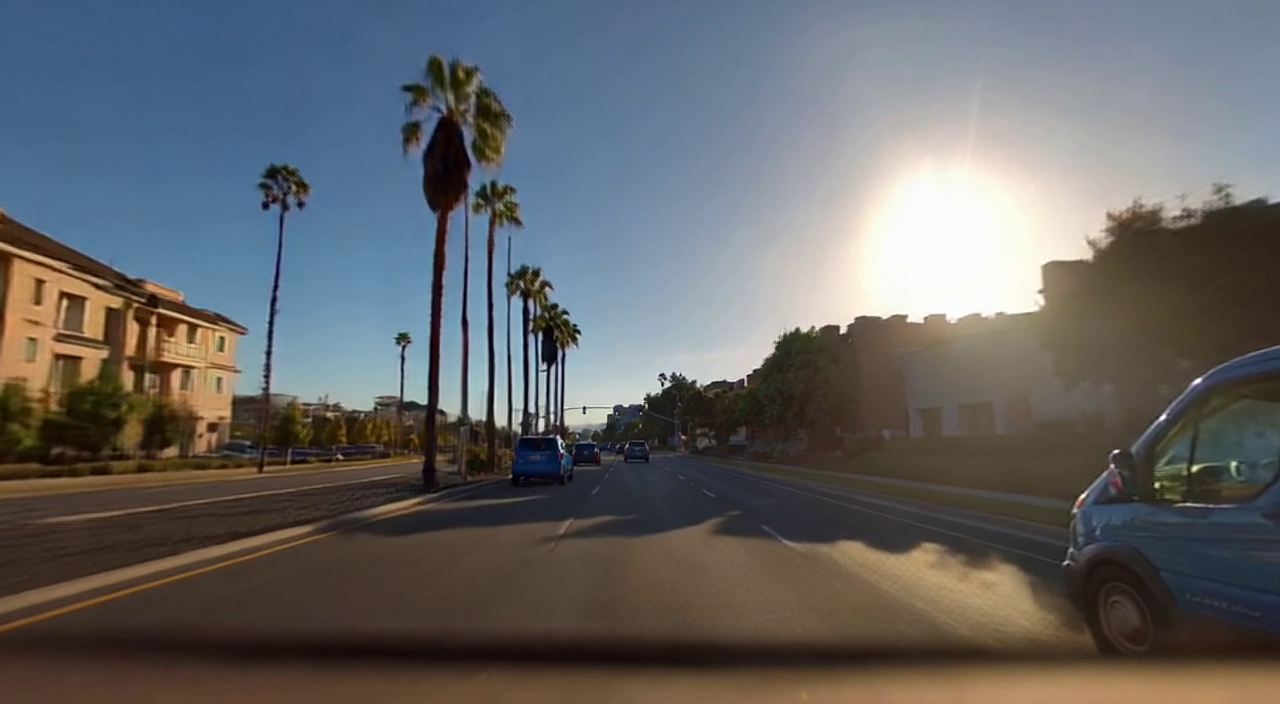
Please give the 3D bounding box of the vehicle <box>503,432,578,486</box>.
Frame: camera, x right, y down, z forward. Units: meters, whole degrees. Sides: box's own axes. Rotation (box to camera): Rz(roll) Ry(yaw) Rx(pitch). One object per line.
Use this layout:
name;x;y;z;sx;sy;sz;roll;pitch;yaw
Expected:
vehicle;-3.413;3.761;22.406;1.967;1.703;4.157;0;-9;0

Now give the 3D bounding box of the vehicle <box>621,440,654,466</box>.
vehicle;-0.219;6.999;43.884;2.191;1.761;3.857;0;-9;-2

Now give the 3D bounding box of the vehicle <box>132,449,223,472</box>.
vehicle;-30.568;7.146;41.824;4.474;1.393;1.920;1;-8;-1

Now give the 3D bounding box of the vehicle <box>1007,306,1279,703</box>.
vehicle;3.772;0.690;2.026;2.234;1.912;4.847;0;-9;0

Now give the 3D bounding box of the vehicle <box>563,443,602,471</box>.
vehicle;-3.105;5.770;34.837;1.869;1.454;4.142;0;-9;-2

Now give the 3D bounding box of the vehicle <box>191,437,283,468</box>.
vehicle;-30.326;7.553;47.647;5.583;2.103;2.086;-1;-6;2
